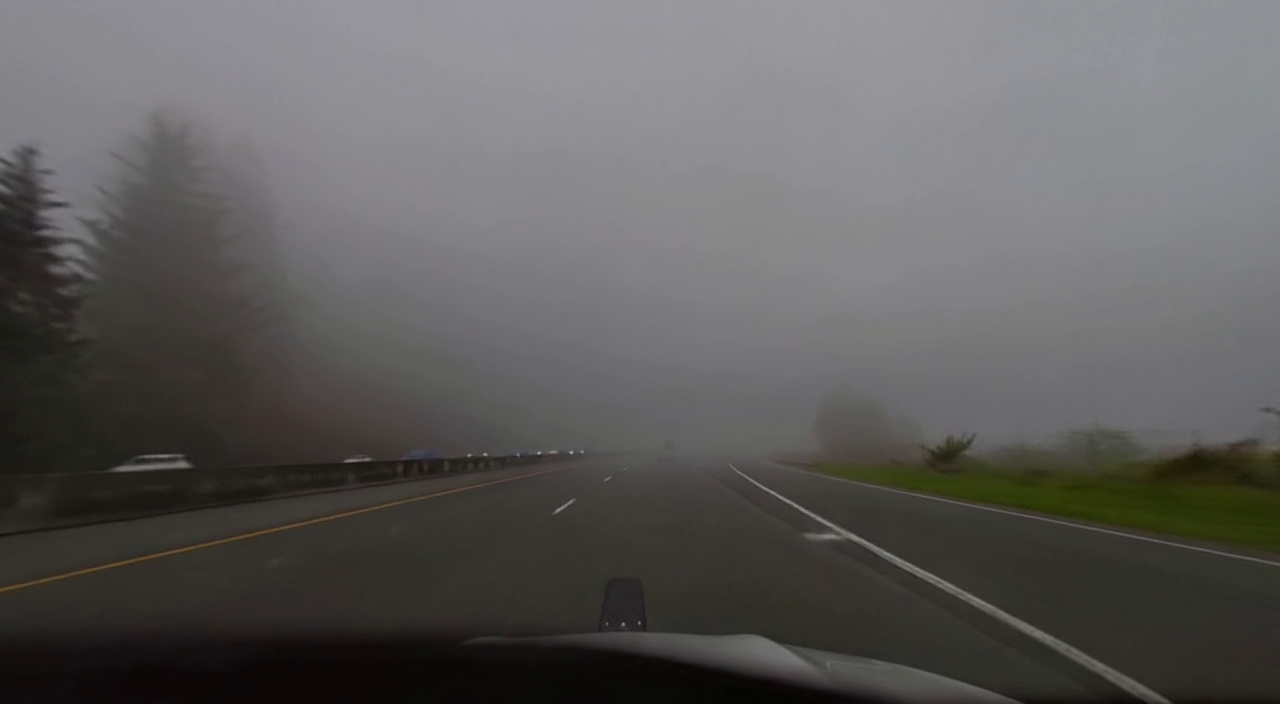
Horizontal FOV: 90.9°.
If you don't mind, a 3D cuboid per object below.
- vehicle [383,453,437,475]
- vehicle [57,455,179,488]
[{"bbox_3d":[-16.458,8.006,45.329,1.920,1.477,4.708,0,-9,2],"label":"vehicle"},{"bbox_3d":[-25.659,5.867,31.254,1.888,1.473,4.745,0,-9,1],"label":"vehicle"}]
